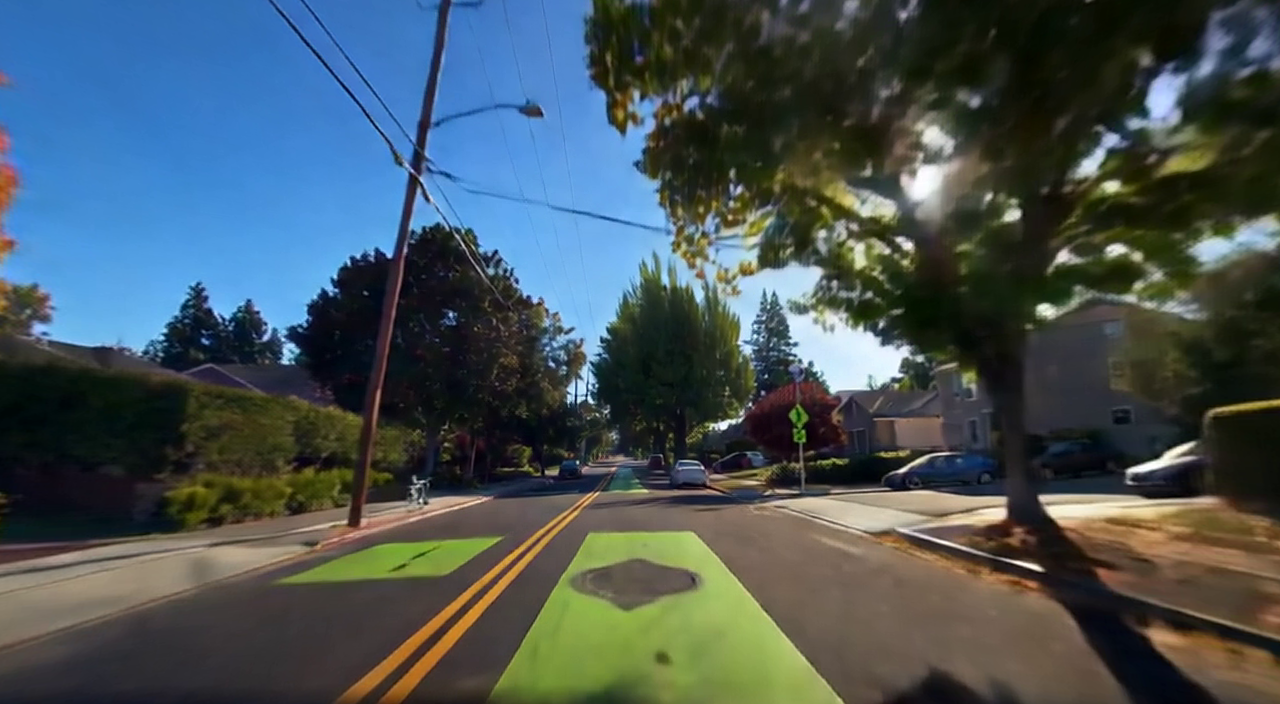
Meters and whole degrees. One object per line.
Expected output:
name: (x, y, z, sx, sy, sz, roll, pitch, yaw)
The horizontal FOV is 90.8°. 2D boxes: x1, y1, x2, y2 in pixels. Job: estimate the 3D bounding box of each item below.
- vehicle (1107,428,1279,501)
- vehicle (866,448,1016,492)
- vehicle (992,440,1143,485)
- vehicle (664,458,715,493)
vehicle: (14.119, 2.682, 15.288, 4.277, 1.588, 1.830, 0, -9, -6)
vehicle: (11.636, 4.628, 24.671, 4.809, 1.494, 1.940, -1, -13, -3)
vehicle: (16.922, 4.374, 25.159, 4.578, 1.675, 2.010, 0, -9, -5)
vehicle: (2.470, 6.369, 32.919, 1.989, 1.545, 5.423, 0, -8, -2)
